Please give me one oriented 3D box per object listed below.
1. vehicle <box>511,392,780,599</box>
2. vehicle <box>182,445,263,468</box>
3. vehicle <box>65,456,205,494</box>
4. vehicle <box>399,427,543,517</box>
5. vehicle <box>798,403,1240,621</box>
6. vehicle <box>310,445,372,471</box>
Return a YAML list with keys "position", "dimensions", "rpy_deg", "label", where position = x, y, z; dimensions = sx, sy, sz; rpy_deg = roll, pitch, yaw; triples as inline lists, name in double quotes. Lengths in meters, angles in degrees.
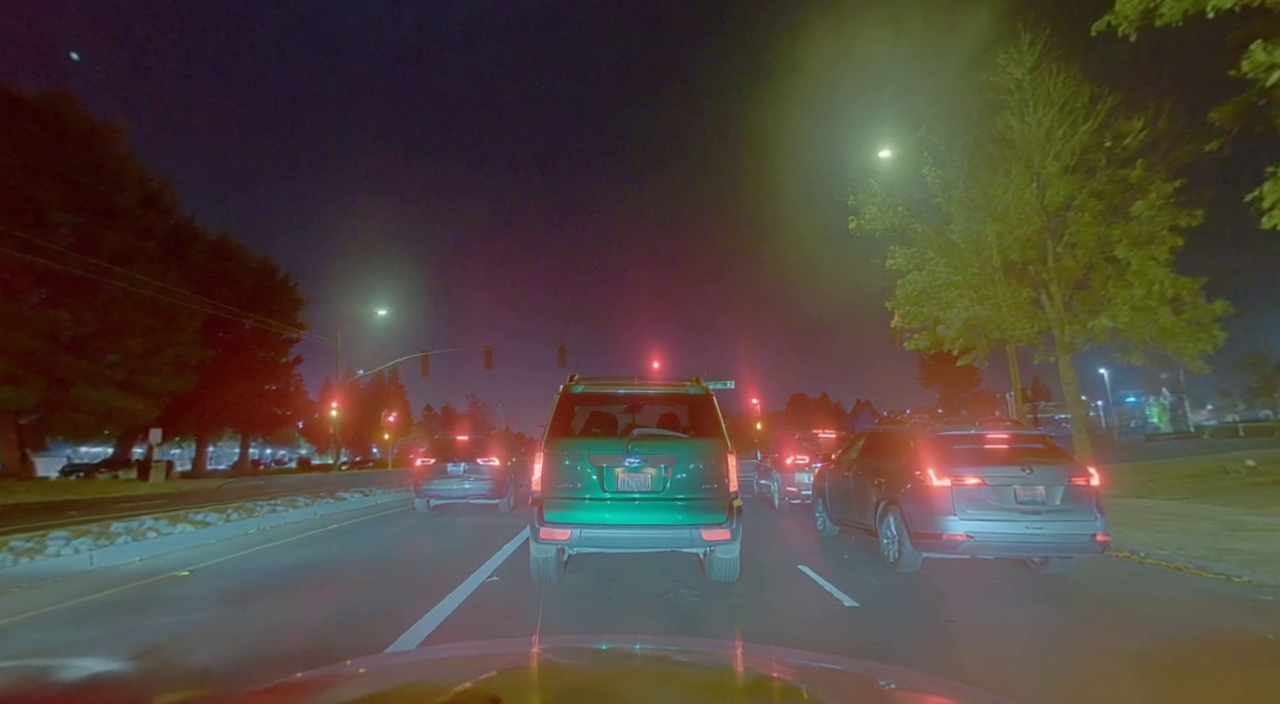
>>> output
- position: [0.019, 1.515, 7.419]
  dimensions: [2.294, 1.761, 3.857]
  rpy_deg: [0, -9, -1]
  label: "vehicle"
- position: [-30.003, 7.505, 45.460]
  dimensions: [4.403, 1.532, 1.914]
  rpy_deg: [0, -8, -3]
  label: "vehicle"
- position: [-22.273, 5.406, 28.181]
  dimensions: [2.312, 1.443, 4.684]
  rpy_deg: [0, -9, 1]
  label: "vehicle"
- position: [-3.421, 2.514, 13.685]
  dimensions: [1.961, 1.639, 4.064]
  rpy_deg: [0, -9, 1]
  label: "vehicle"
- position: [3.464, 1.553, 7.071]
  dimensions: [2.202, 1.657, 4.298]
  rpy_deg: [0, -9, -1]
  label: "vehicle"
- position: [-22.153, 7.837, 47.065]
  dimensions: [1.993, 1.844, 5.316]
  rpy_deg: [0, -8, 0]
  label: "vehicle"
